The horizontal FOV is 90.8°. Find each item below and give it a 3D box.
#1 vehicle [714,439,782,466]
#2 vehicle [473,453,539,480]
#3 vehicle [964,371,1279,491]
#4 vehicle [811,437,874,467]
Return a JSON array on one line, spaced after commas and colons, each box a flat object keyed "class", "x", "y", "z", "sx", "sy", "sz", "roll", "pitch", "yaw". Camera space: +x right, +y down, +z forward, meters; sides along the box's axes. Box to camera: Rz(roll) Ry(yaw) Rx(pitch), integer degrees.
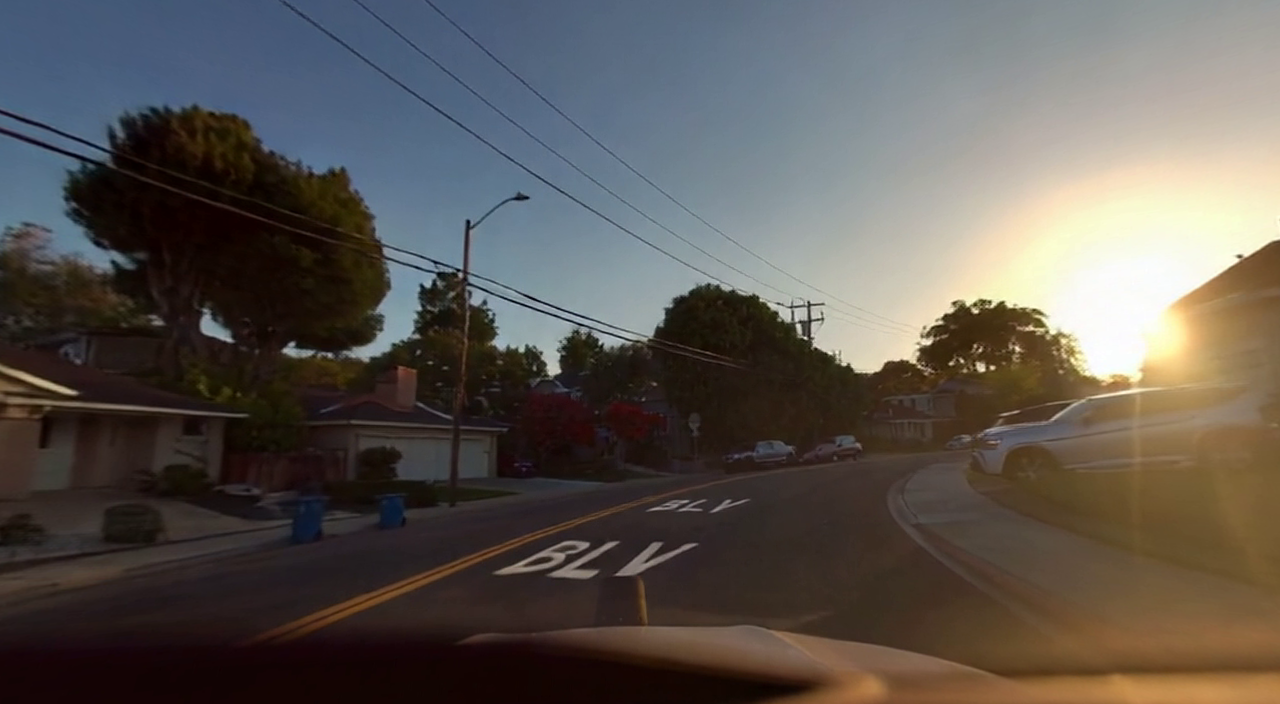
[{"class": "vehicle", "x": 7.540, "y": 7.051, "z": 44.566, "sx": 2.155, "sy": 1.802, "sz": 4.758, "roll": 5, "pitch": -10, "yaw": -30}, {"class": "vehicle", "x": -8.027, "y": 6.820, "z": 37.749, "sx": 3.697, "sy": 1.489, "sz": 1.842, "roll": -7, "pitch": -11, "yaw": 38}, {"class": "vehicle", "x": 9.312, "y": 1.592, "z": 12.395, "sx": 5.011, "sy": 2.014, "sz": 2.056, "roll": -4, "pitch": -9, "yaw": 23}, {"class": "vehicle", "x": 13.525, "y": 6.722, "z": 42.058, "sx": 2.056, "sy": 1.726, "sz": 4.463, "roll": -13, "pitch": -17, "yaw": 42}]
